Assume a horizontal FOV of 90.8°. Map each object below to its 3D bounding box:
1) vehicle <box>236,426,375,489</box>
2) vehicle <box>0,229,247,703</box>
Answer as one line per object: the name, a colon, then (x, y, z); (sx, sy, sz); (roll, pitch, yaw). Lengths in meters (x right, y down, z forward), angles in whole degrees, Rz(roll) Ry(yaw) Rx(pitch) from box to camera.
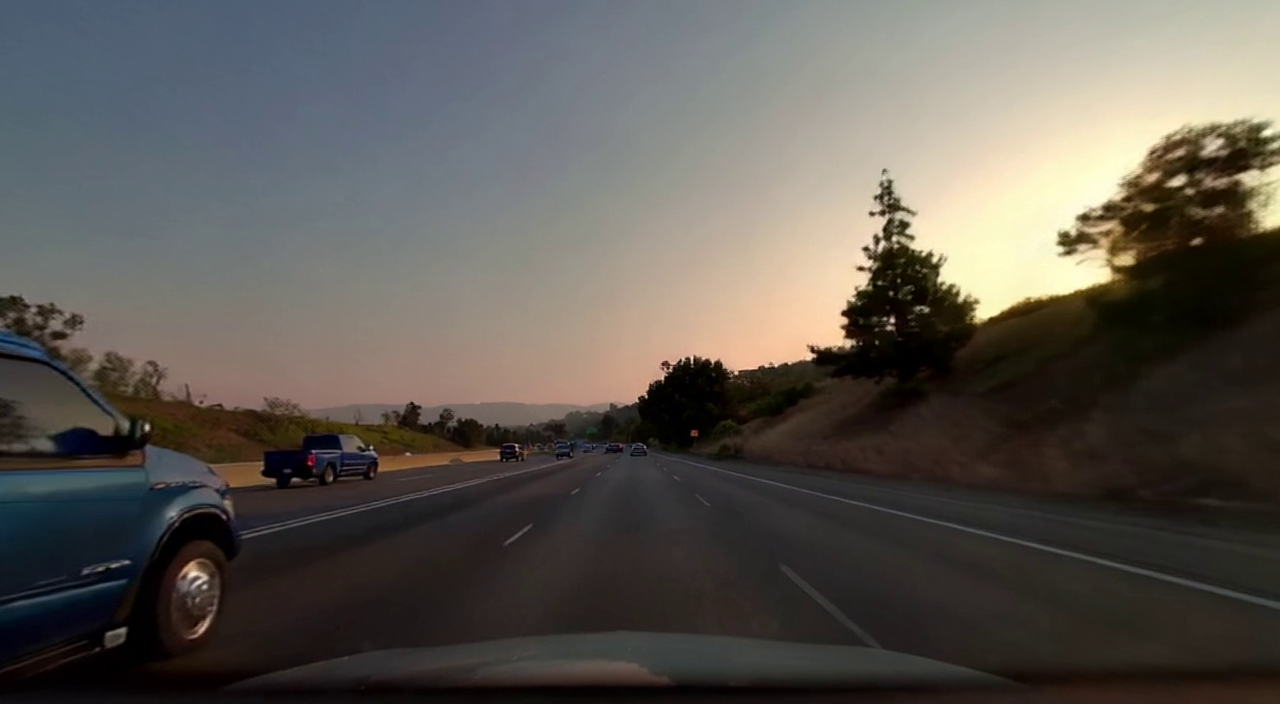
vehicle: (-11.062, 3.546, 21.438); (2.012, 1.875, 4.895); (0, -9, 0)
vehicle: (-3.520, 0.349, 0.421); (2.483, 2.100, 6.208); (0, -9, 0)
